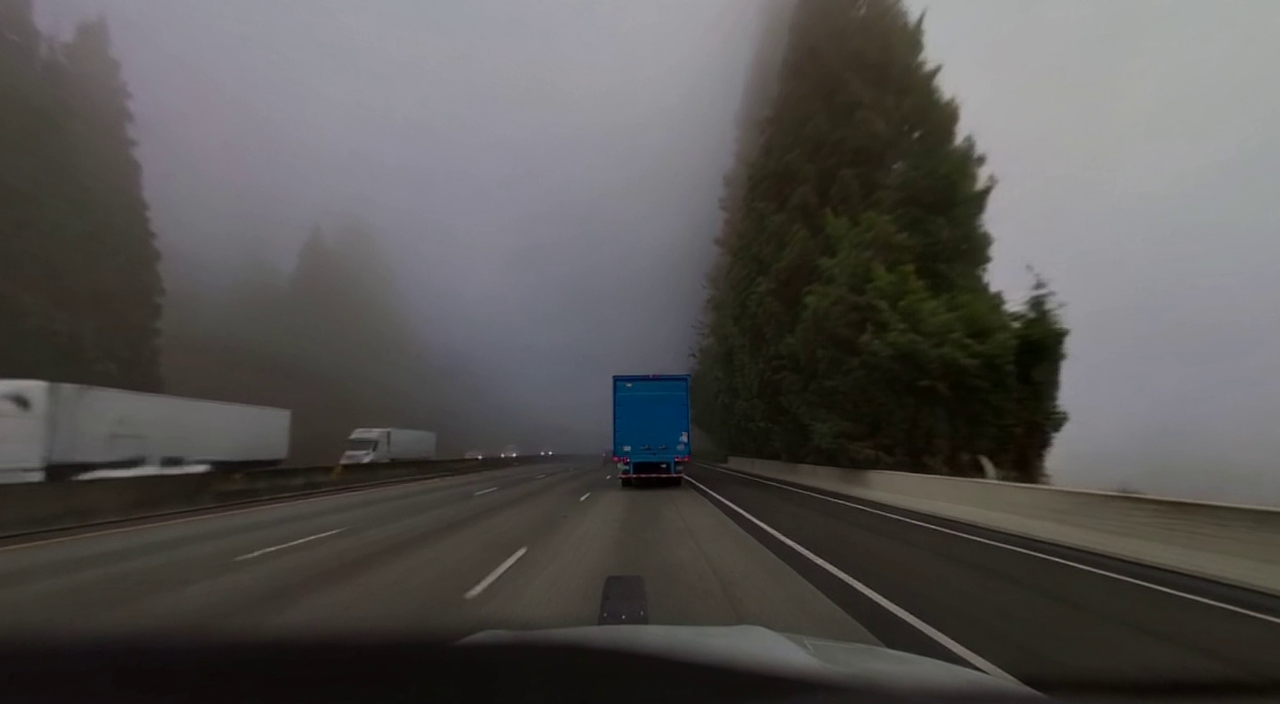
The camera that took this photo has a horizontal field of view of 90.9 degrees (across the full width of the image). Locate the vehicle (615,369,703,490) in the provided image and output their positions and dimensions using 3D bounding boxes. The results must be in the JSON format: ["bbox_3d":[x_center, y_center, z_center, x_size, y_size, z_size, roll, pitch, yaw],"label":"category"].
[{"bbox_3d":[0.583,3.313,25.860,2.898,3.973,10.063,0,-9,0],"label":"vehicle"}]

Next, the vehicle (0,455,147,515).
[{"bbox_3d":[-15.828,3.535,17.181,1.774,1.419,3.615,0,-9,1],"label":"vehicle"}]

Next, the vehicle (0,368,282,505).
[{"bbox_3d":[-20.000,3.509,24.974,3.193,3.890,14.599,0,-9,0],"label":"vehicle"}]
